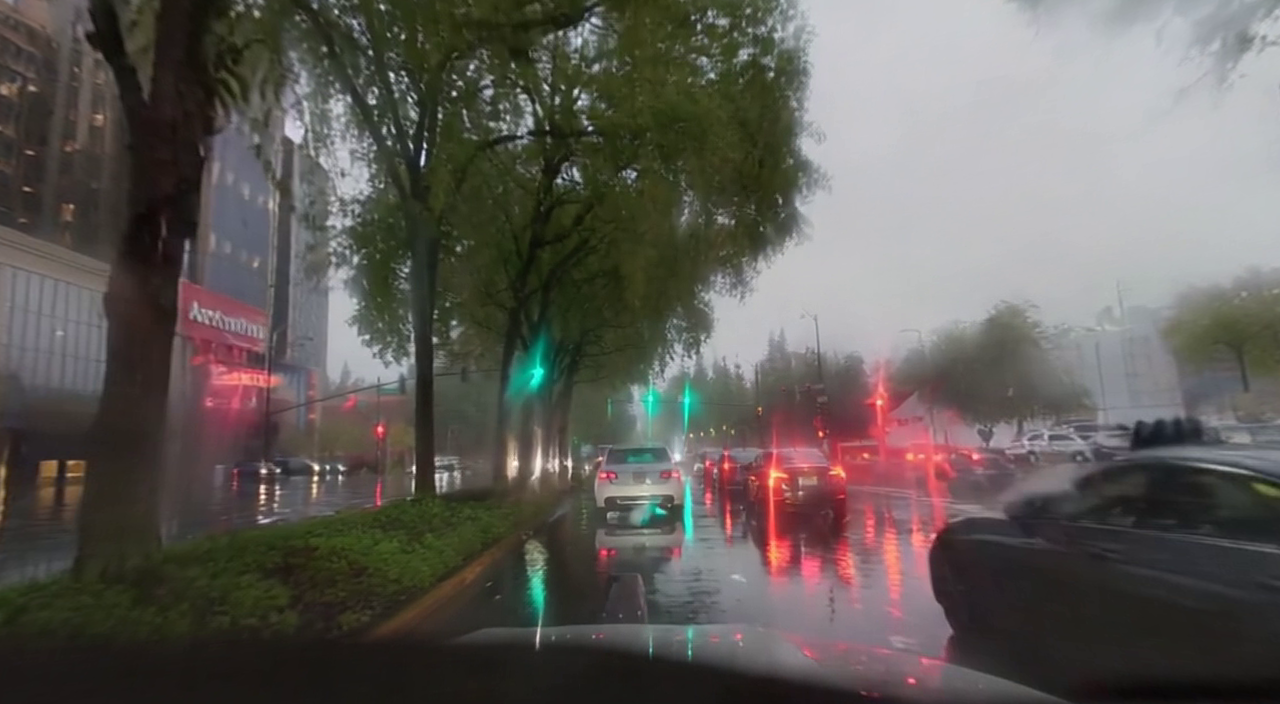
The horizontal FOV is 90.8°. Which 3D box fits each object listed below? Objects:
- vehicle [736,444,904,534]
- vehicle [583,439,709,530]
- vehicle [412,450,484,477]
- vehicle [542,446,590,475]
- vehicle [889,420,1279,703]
[{"bbox_3d":[3.358,2.625,12.839,1.996,1.469,4.495,0,-9,-1],"label":"vehicle"},{"bbox_3d":[0.091,2.551,12.745,2.118,1.512,4.013,0,-9,0],"label":"vehicle"},{"bbox_3d":[-14.423,8.328,47.579,2.210,1.889,4.642,-8,-11,40],"label":"vehicle"},{"bbox_3d":[-5.144,7.401,43.331,2.223,1.840,4.919,3,-9,-20],"label":"vehicle"},{"bbox_3d":[3.250,1.151,3.440,1.912,1.454,4.537,0,-9,0],"label":"vehicle"}]
